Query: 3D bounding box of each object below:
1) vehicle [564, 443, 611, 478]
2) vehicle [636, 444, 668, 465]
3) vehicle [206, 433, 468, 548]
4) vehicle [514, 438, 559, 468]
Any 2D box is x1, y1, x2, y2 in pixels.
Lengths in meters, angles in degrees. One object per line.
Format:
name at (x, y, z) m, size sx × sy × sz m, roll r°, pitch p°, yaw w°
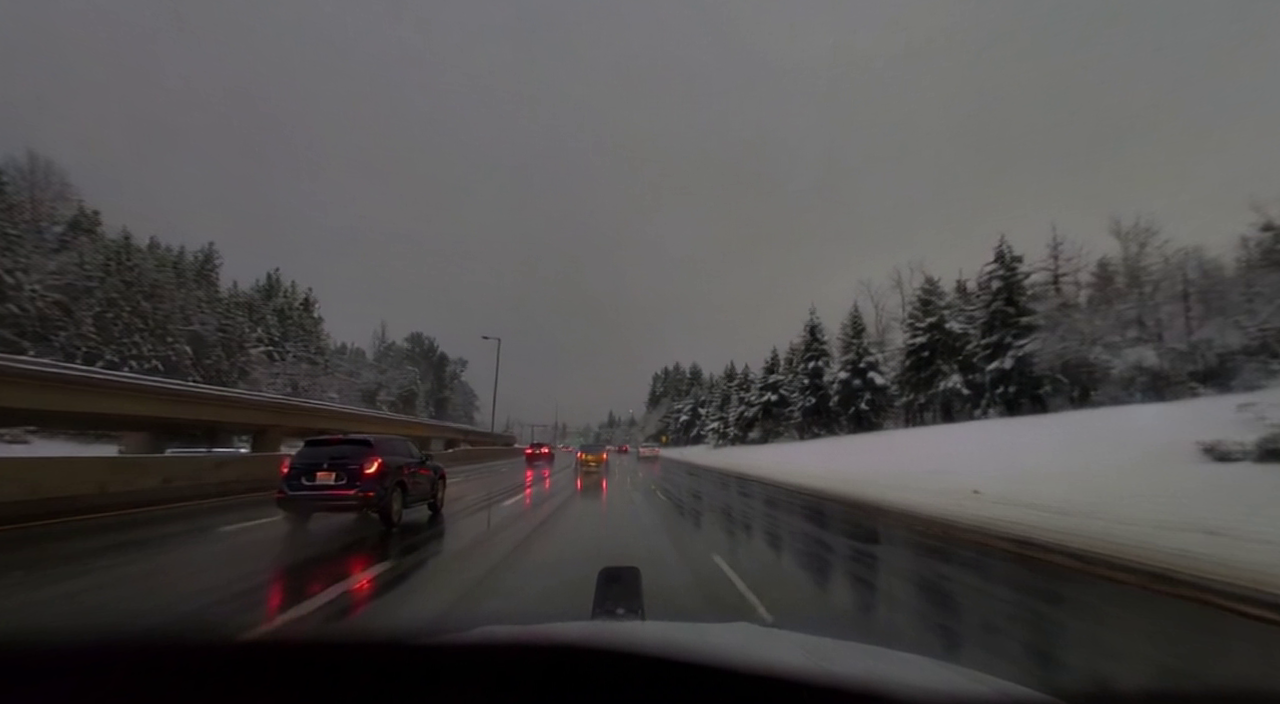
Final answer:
vehicle at (-2.293, 4.868, 28.518) m, size 1.947 × 1.437 × 4.345 m, roll 1°, pitch -9°, yaw -3°
vehicle at (0.842, 7.516, 46.614) m, size 2.021 × 1.447 × 3.985 m, roll 1°, pitch -9°, yaw -4°
vehicle at (-4.662, 2.195, 10.830) m, size 2.049 × 1.482 × 4.981 m, roll 0°, pitch -9°, yaw -1°
vehicle at (-6.450, 6.382, 39.898) m, size 2.244 × 1.755 × 4.417 m, roll 1°, pitch -9°, yaw -2°
